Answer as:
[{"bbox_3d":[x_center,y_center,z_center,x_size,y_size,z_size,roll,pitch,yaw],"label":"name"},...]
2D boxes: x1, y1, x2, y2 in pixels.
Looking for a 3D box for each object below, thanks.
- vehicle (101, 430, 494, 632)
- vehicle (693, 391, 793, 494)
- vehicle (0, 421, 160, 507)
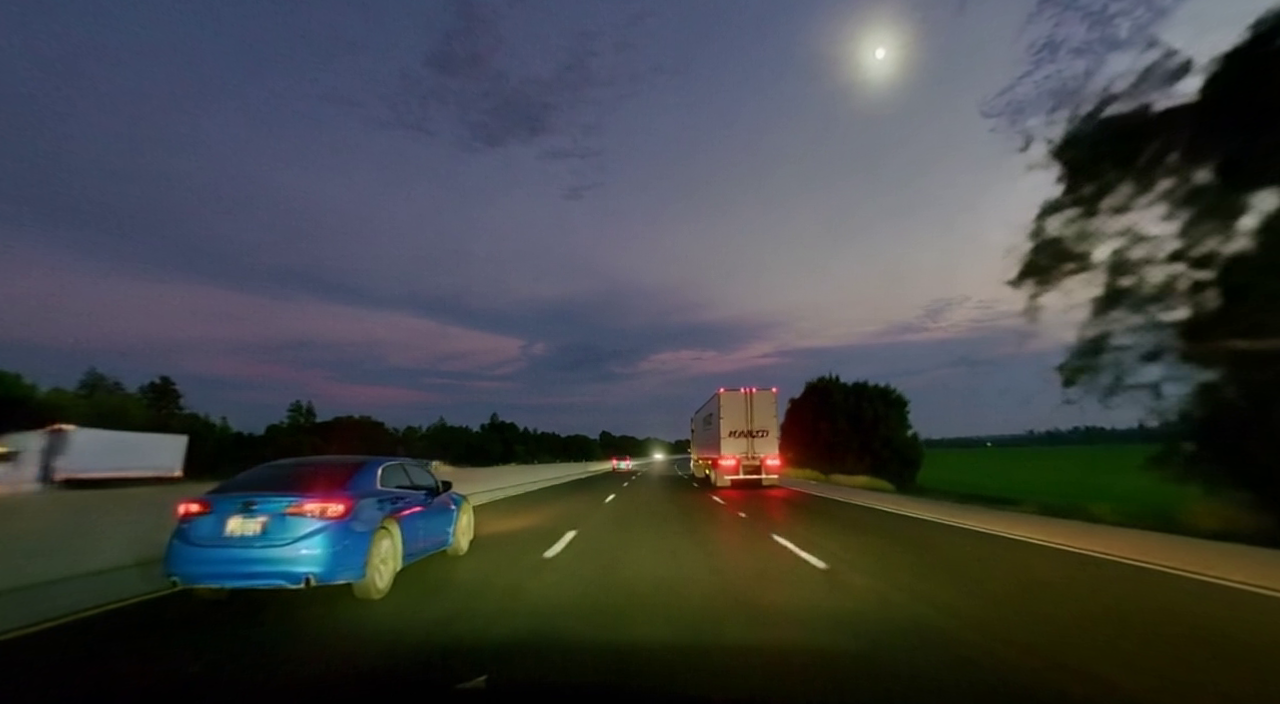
[{"bbox_3d":[-3.155,1.728,7.093,1.945,1.537,4.294,0,-9,1],"label":"vehicle"},{"bbox_3d":[4.592,4.639,31.701,2.832,4.034,13.924,0,-9,1],"label":"vehicle"},{"bbox_3d":[-22.193,4.383,24.322,2.480,2.774,6.349,-4,-10,-1],"label":"vehicle"}]
